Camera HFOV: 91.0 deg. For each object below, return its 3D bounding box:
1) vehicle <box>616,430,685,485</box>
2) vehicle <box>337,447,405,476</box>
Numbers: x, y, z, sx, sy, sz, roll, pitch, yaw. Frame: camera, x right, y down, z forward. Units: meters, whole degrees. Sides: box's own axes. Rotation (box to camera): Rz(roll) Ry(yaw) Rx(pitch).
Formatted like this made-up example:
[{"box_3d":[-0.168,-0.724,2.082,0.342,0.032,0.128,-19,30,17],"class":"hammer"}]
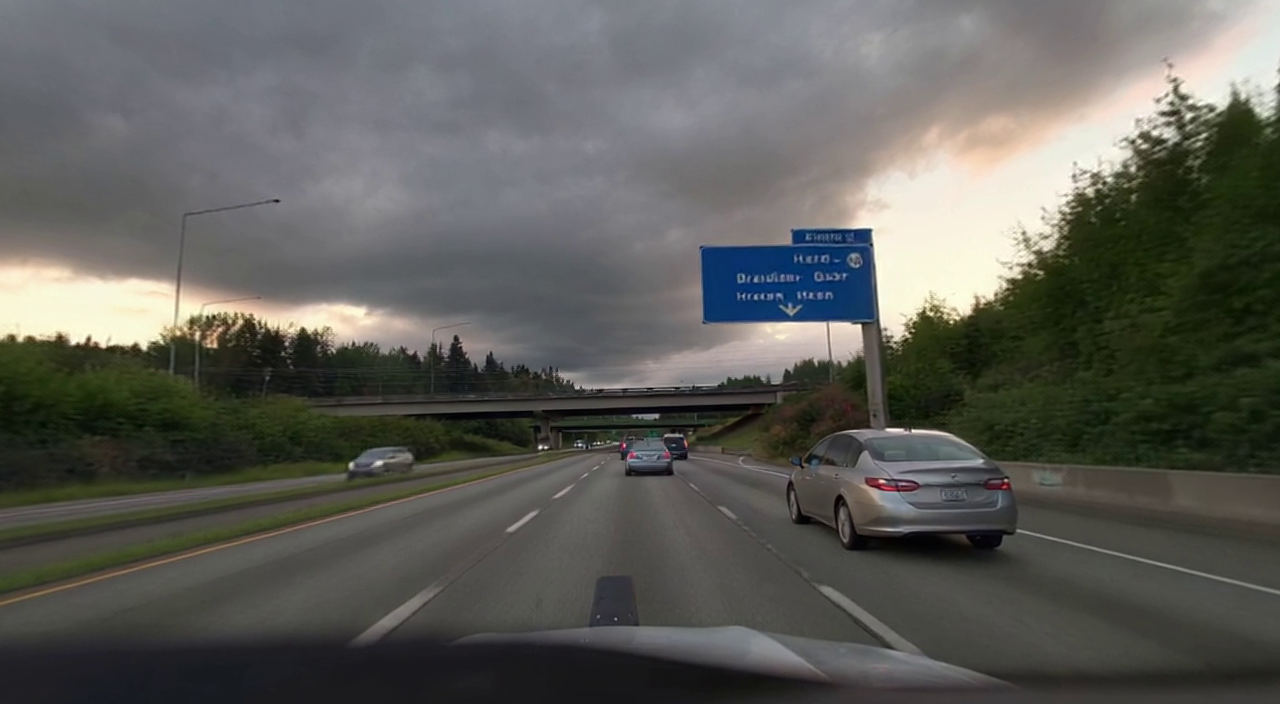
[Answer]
[{"box_3d":[0.236,3.519,21.358,2.092,1.636,4.024,0,-8,-2],"class":"vehicle"},{"box_3d":[-15.225,6.204,35.884,1.876,1.450,4.551,-1,-8,0],"class":"vehicle"}]
